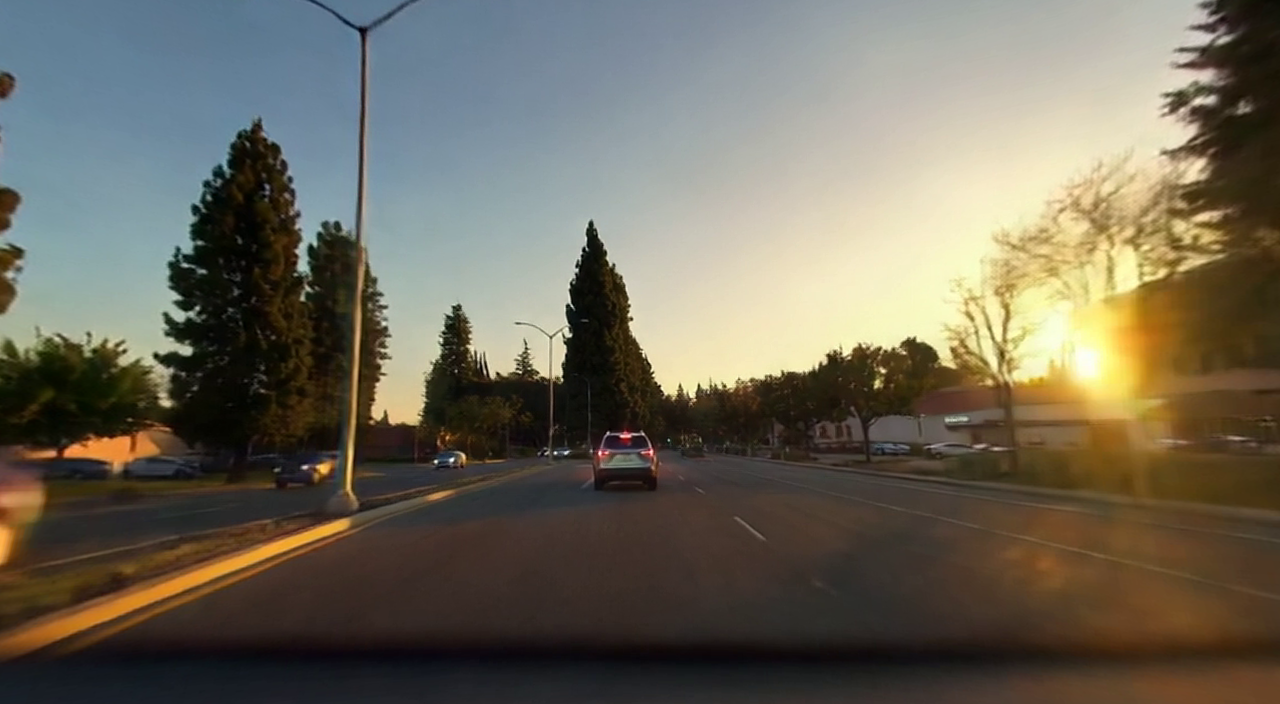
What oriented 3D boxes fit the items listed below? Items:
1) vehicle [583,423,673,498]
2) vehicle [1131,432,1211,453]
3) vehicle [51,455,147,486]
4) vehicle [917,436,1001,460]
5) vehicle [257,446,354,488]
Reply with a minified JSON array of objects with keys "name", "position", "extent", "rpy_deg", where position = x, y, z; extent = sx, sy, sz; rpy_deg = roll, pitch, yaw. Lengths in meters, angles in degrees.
[{"name":"vehicle","position":[-0.459,3.121,18.590],"extent":[2.300,1.870,4.936],"rpy_deg":[0,-8,-4]},{"name":"vehicle","position":[39.822,6.802,47.441],"extent":[4.167,1.455,2.067],"rpy_deg":[0,-8,0]},{"name":"vehicle","position":[-28.948,6.329,33.864],"extent":[3.520,1.405,1.750],"rpy_deg":[-2,-9,-1]},{"name":"vehicle","position":[20.695,6.242,41.137],"extent":[4.339,1.456,2.030],"rpy_deg":[0,-8,-3]},{"name":"vehicle","position":[-16.349,5.600,31.189],"extent":[2.127,1.836,4.833],"rpy_deg":[0,-8,0]}]
